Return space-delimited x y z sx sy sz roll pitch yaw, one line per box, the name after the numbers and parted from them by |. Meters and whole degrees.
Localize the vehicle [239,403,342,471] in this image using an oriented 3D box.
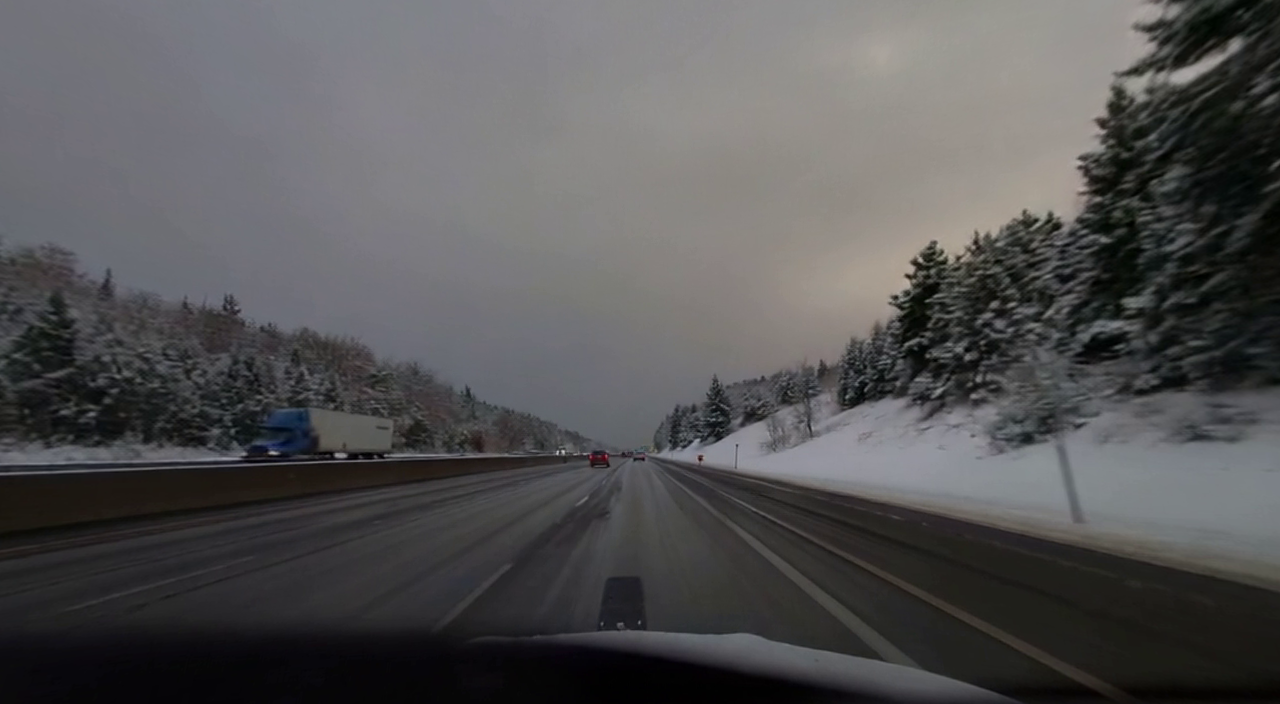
-22.098 5.489 40.260 3.037 3.999 5.882 0 -9 0 | vehicle
